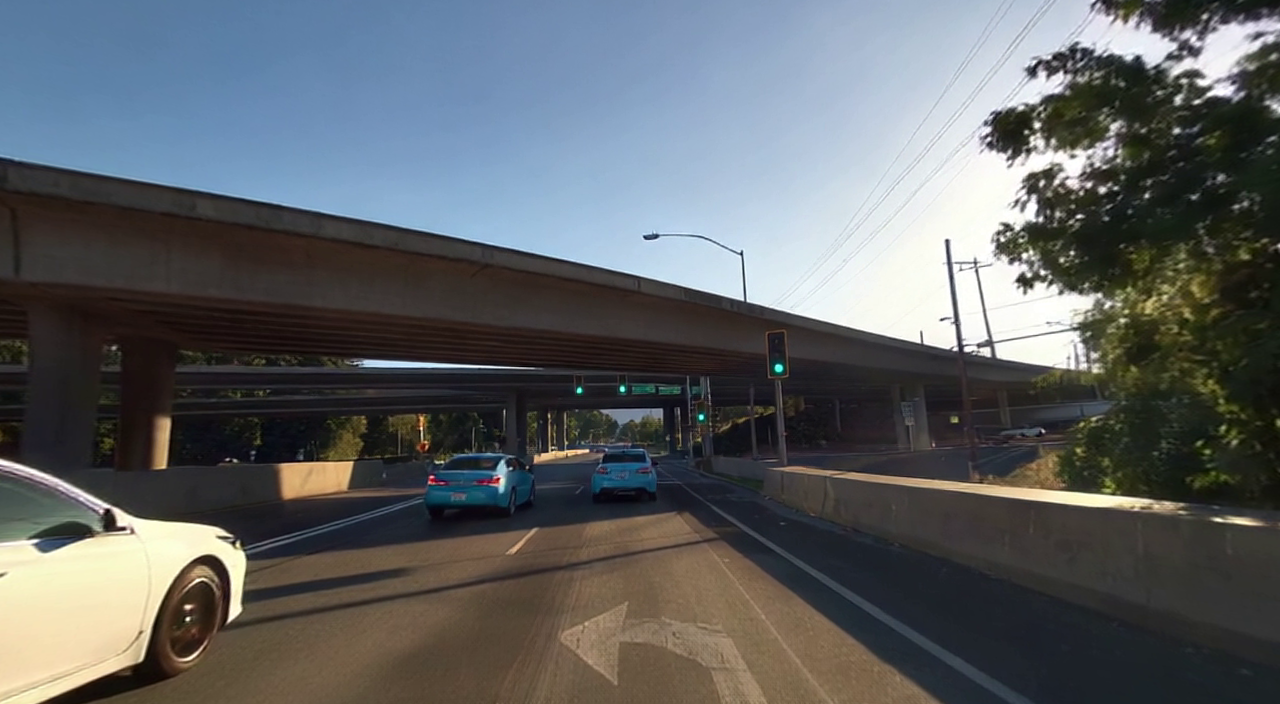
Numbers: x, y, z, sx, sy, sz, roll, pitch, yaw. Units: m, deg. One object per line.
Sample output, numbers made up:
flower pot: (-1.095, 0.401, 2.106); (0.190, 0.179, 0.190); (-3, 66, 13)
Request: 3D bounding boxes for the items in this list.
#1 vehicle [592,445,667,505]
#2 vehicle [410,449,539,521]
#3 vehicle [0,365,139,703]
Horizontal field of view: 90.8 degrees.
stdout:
vehicle: (-0.302, 3.575, 18.806); (1.985, 1.565, 3.968); (0, -8, 0)
vehicle: (-3.751, 3.065, 15.153); (1.946, 1.437, 4.154); (0, -8, 0)
vehicle: (-3.557, 0.673, 1.049); (1.925, 1.666, 4.271); (0, -8, 0)
